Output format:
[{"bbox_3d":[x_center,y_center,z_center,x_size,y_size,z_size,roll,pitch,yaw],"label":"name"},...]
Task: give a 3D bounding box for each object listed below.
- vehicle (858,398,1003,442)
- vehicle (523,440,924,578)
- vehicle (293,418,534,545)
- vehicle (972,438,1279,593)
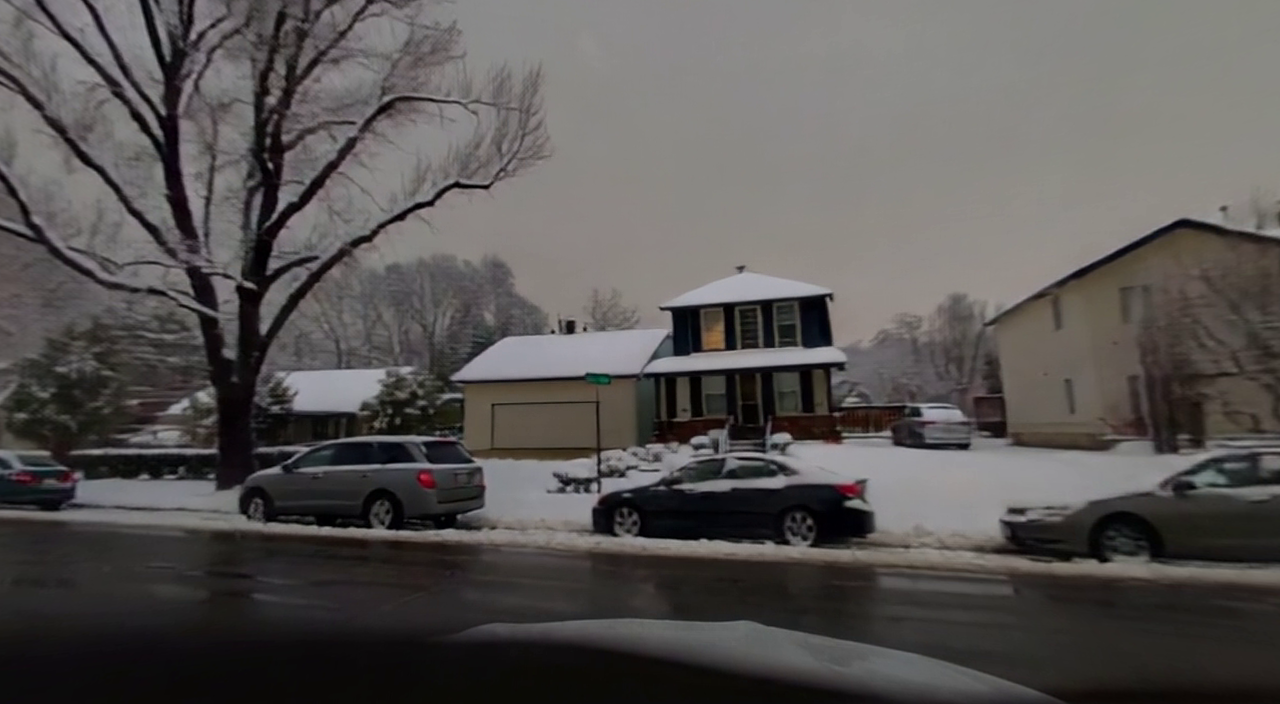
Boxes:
[{"bbox_3d":[10.495,2.501,23.102,4.565,1.479,1.775,-1,-8,15],"label":"vehicle"},{"bbox_3d":[1.111,2.047,8.911,5.075,1.436,1.863,-1,-8,17],"label":"vehicle"},{"bbox_3d":[-4.087,2.358,12.404,2.046,1.969,4.585,-3,-8,18],"label":"vehicle"},{"bbox_3d":[6.552,1.759,7.077,4.663,1.452,1.801,-1,-8,17],"label":"vehicle"}]
